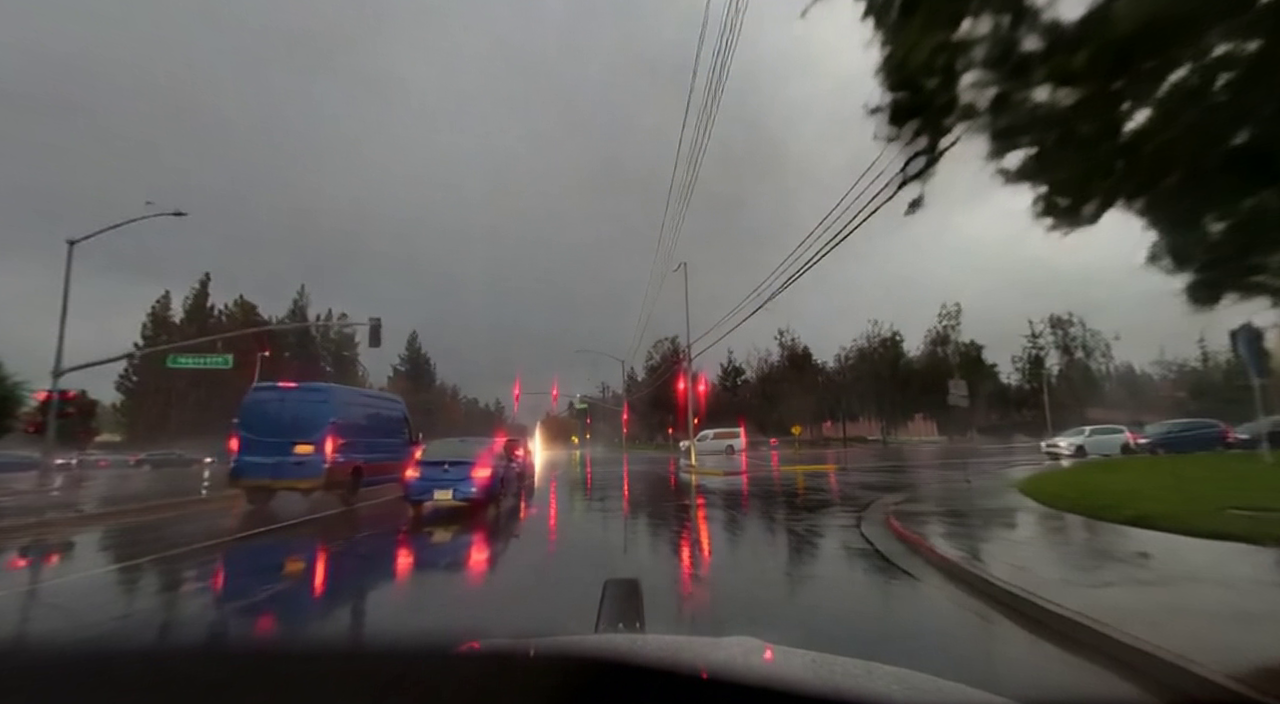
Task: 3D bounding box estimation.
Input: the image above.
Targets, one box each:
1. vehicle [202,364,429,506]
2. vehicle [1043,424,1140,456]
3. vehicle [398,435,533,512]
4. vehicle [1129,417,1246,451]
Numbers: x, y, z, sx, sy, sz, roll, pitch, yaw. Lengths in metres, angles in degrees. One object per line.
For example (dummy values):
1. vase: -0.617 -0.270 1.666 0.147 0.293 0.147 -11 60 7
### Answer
1. vehicle: -7.790 2.217 16.380 2.461 2.889 6.776 1 -9 -2
2. vehicle: 21.929 4.301 30.613 3.718 1.480 1.981 4 -9 -20
3. vehicle: -3.797 2.731 14.612 2.019 1.485 4.565 1 -9 -3
4. vehicle: 28.308 4.285 32.701 4.056 1.659 1.881 -2 -9 13
